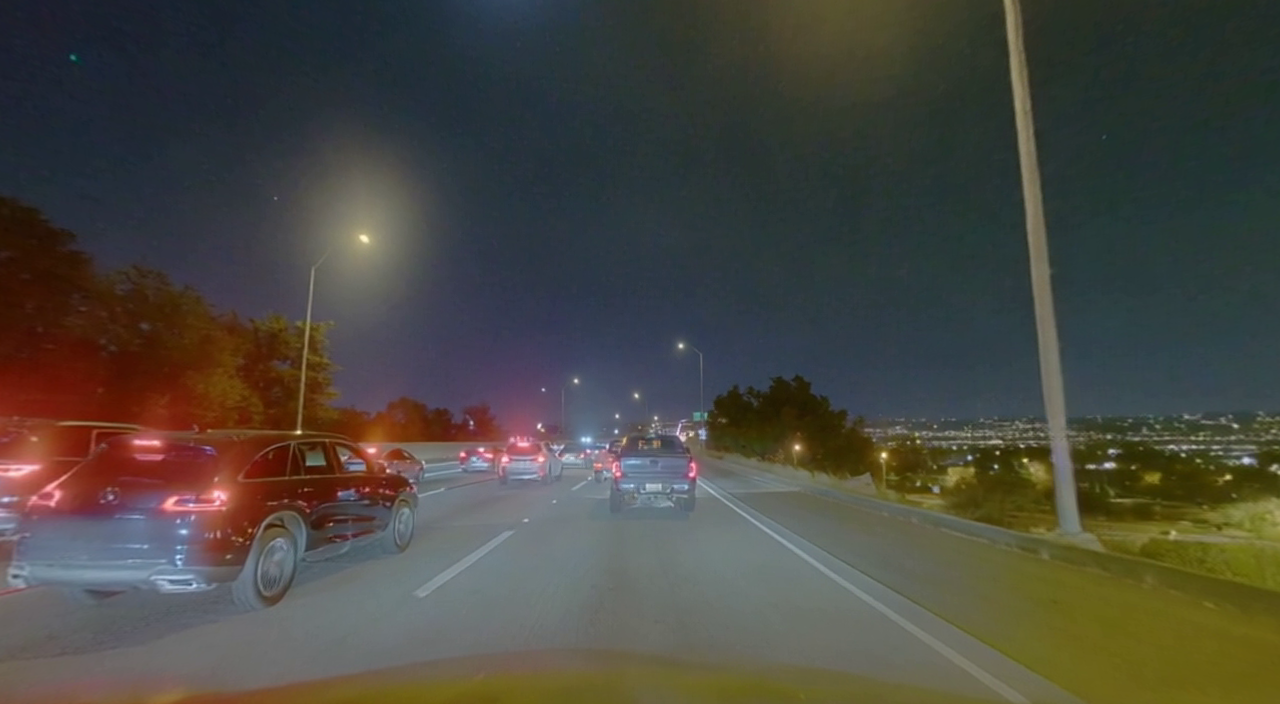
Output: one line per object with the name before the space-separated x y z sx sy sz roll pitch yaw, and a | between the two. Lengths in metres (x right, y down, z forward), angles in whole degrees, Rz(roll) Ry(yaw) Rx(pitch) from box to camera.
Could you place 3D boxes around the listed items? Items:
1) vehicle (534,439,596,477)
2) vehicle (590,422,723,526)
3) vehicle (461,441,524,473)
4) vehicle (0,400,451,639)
vehicle | -3.090 4.481 26.840 1.868 1.470 4.105 -1 -8 4
vehicle | 0.304 2.381 12.892 2.235 1.716 4.435 0 -8 1
vehicle | -7.179 5.138 31.208 1.856 1.459 4.251 -1 -9 4
vehicle | -3.843 1.523 6.775 2.076 1.688 4.334 -1 -9 3
